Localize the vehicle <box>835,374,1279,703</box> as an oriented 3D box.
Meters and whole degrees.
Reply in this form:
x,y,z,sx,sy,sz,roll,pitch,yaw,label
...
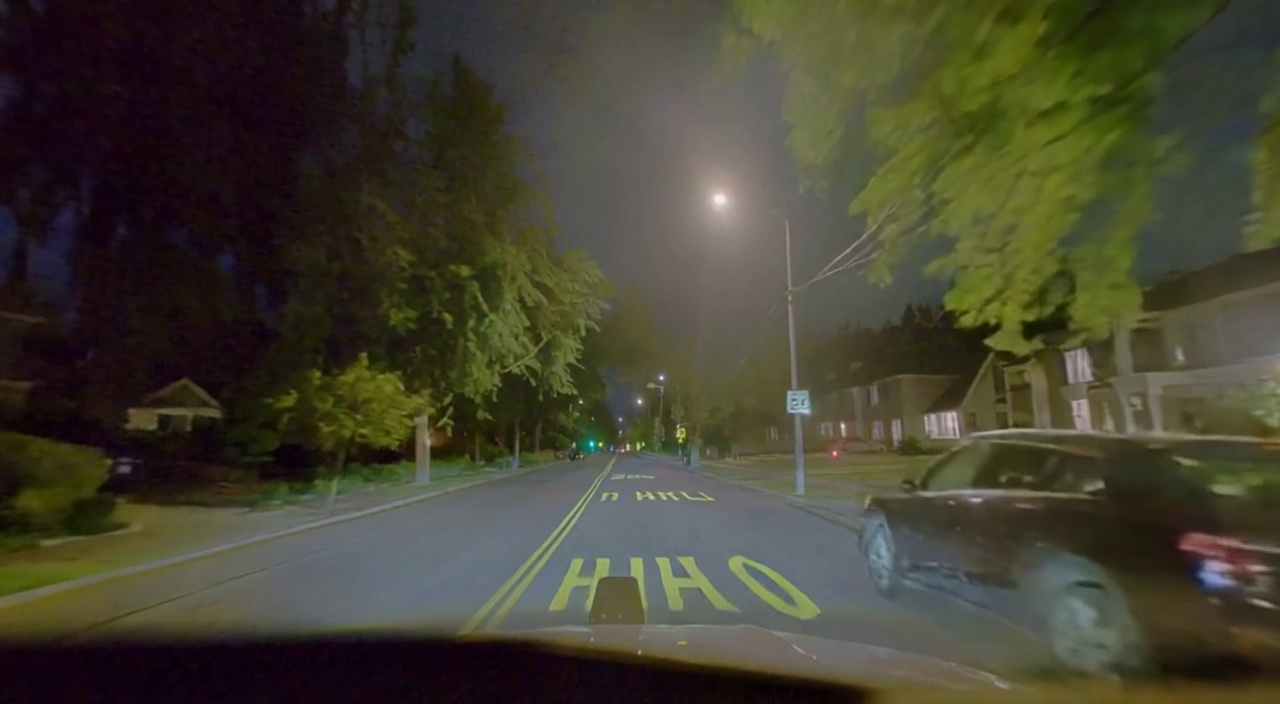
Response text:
x,y,z,sx,sy,sz,roll,pitch,yaw,label
3.047,1.193,4.126,1.988,1.618,4.567,0,-8,-1,vehicle

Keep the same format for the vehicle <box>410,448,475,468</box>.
x,y,z,sx,sy,sz,roll,pitch,yaw,label
-15.260,8.206,48.985,4.388,1.449,1.882,0,-9,-2,vehicle
